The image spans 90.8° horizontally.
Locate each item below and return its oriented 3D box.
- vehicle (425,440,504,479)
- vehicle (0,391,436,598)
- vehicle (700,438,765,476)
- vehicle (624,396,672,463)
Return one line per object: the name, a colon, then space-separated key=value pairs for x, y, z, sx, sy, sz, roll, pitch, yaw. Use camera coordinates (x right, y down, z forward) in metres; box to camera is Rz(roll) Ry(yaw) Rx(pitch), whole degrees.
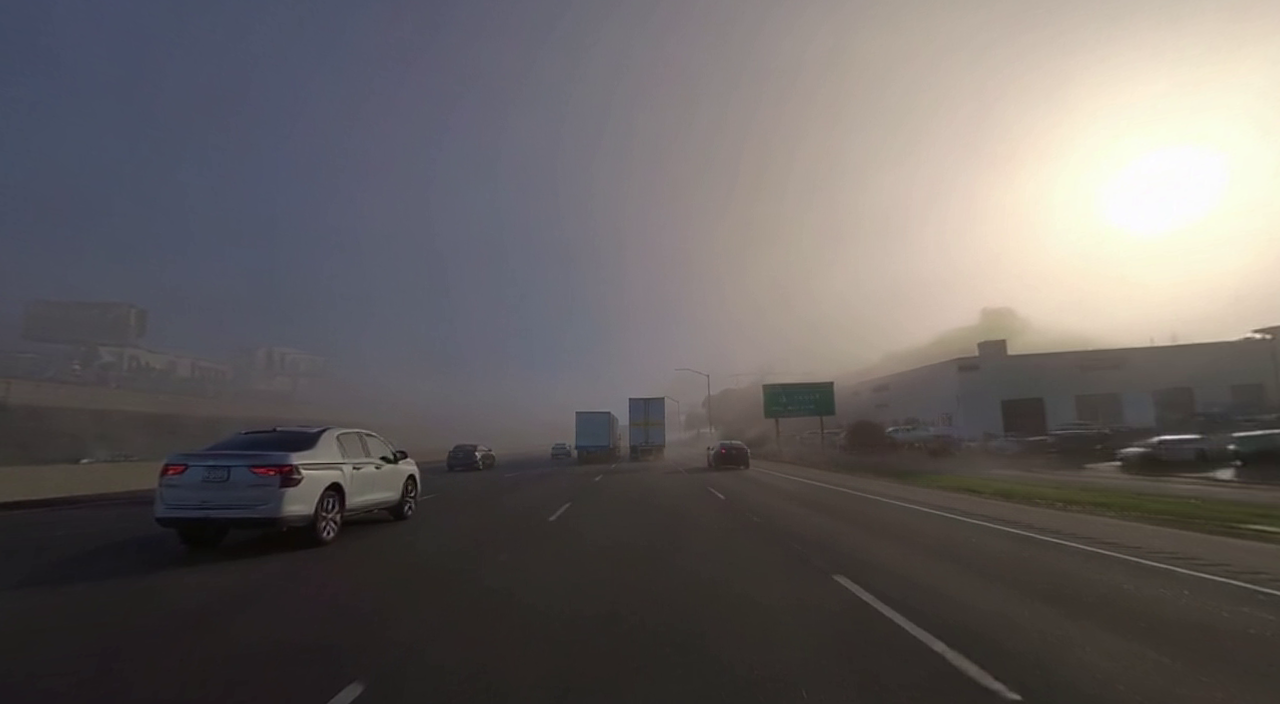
vehicle: x=-7.172 y=4.403 z=26.242 sx=1.891 sy=1.460 sz=4.506 roll=0 pitch=-8 yaw=1
vehicle: x=-4.345 y=1.537 z=7.662 sx=2.122 sy=1.754 sz=4.379 roll=0 pitch=-9 yaw=2
vehicle: x=3.749 y=4.356 z=26.366 sx=2.006 sy=1.452 sz=4.246 roll=0 pitch=-9 yaw=-1
vehicle: x=0.507 y=5.580 z=44.383 sx=2.969 sy=4.104 sz=10.906 roll=0 pitch=-9 yaw=0
